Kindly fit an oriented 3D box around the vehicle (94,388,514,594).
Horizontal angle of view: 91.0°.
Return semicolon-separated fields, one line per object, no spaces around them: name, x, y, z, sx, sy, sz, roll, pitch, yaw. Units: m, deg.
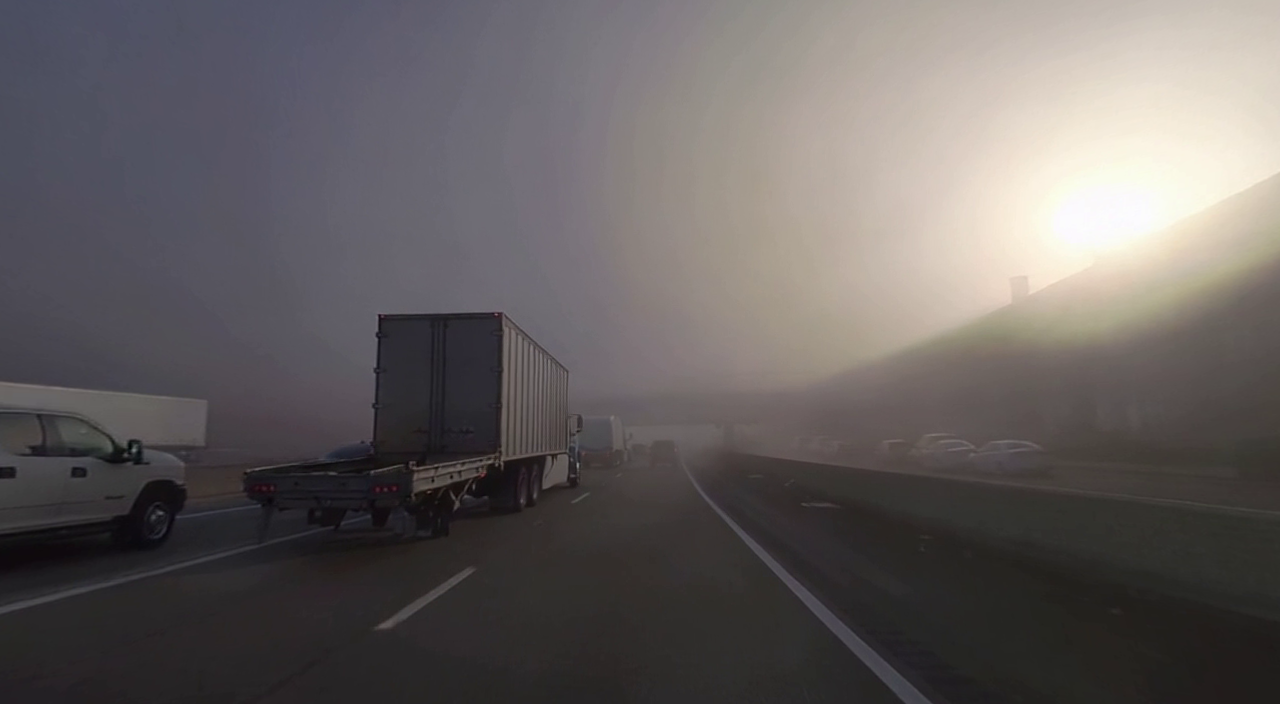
vehicle;-3.348;1.508;7.371;2.896;1.779;3.441;-1;-9;3

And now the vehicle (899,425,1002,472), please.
vehicle;14.758;4.655;30.399;2.241;2.052;5.864;-1;-9;3

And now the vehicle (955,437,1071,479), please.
vehicle;14.403;4.112;24.687;1.859;1.452;4.749;-1;-9;3

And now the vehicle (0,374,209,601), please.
vehicle;-6.751;1.192;5.514;2.323;1.959;5.038;0;-9;1

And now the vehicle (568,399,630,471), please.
vehicle;-2.340;5.293;39.601;3.073;3.894;9.782;0;-9;1

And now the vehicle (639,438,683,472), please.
vehicle;1.110;5.362;32.812;2.178;1.640;4.071;-1;-9;2
